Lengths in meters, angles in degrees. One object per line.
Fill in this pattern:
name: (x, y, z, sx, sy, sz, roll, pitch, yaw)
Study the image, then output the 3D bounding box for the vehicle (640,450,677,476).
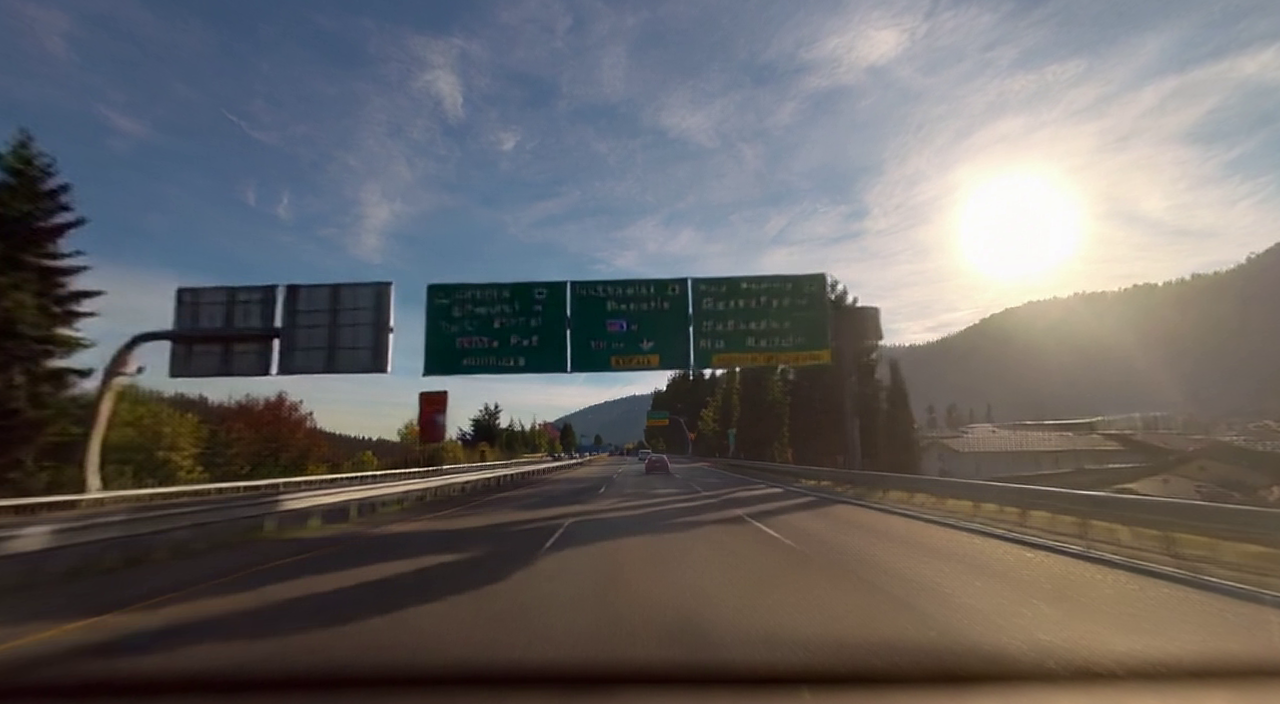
vehicle: (1.021, 6.462, 36.816, 2.036, 1.457, 3.471, 0, -9, -1)
